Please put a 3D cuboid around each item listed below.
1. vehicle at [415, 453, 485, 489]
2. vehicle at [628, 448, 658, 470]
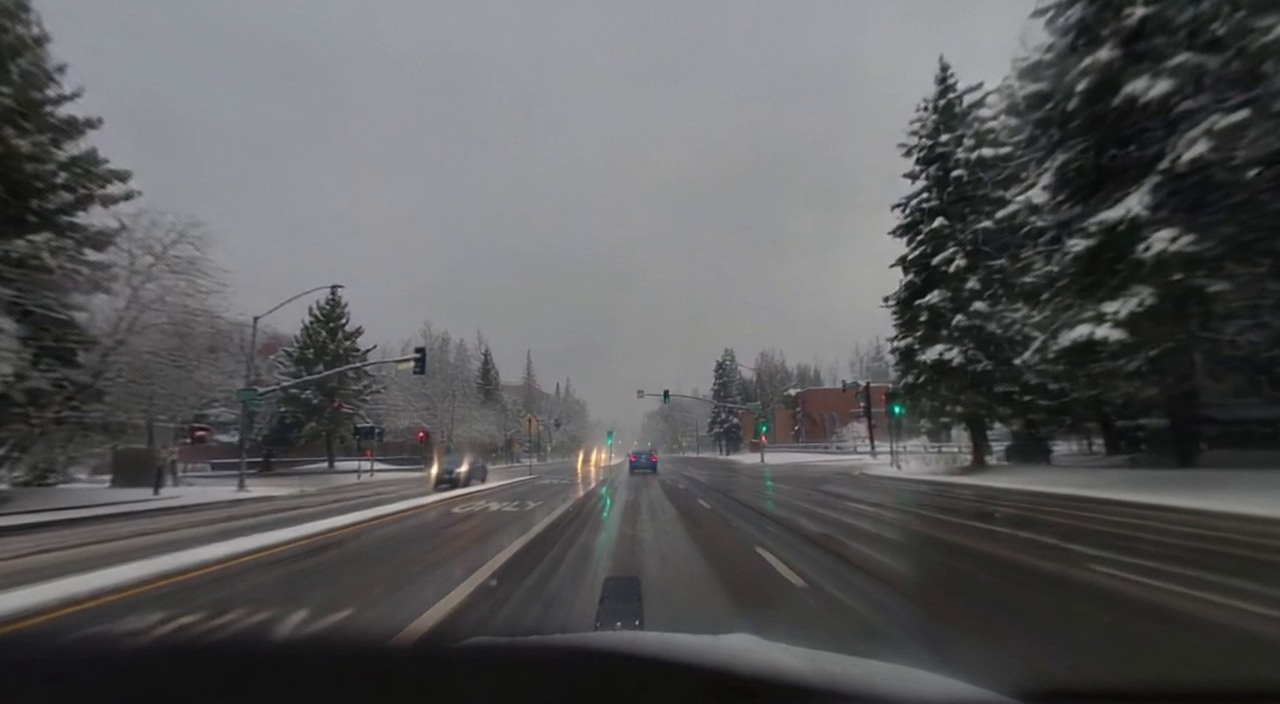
[{"bbox_3d":[-8.734,5.464,29.324,1.887,1.480,4.446,0,-9,0],"label":"vehicle"},{"bbox_3d":[0.226,7.674,45.268,2.064,1.477,3.968,0,-9,0],"label":"vehicle"}]
